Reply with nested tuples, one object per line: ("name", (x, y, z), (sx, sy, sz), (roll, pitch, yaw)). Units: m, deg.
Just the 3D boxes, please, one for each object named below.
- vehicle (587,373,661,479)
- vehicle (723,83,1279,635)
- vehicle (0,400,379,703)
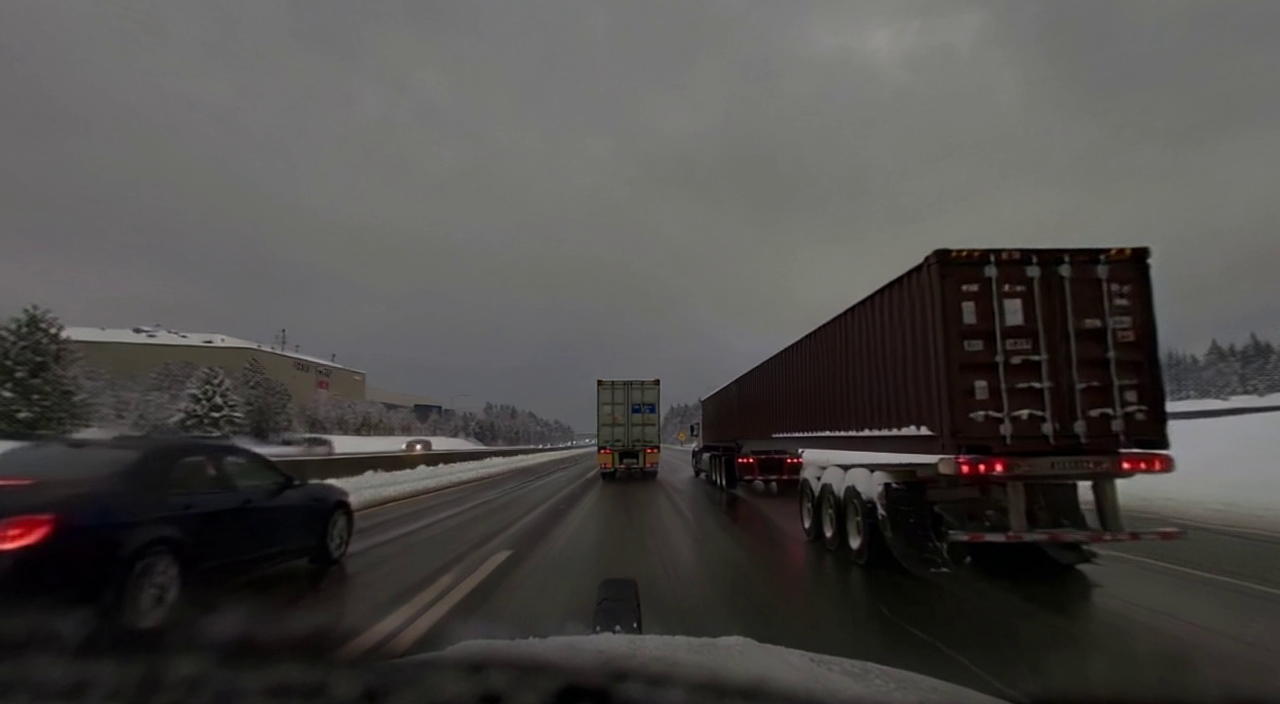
("vehicle", (-0.512, 3.719, 30.356), (2.841, 4.071, 12.046), (-1, -9, 1))
("vehicle", (3.780, 0.859, 10.938), (2.803, 4.072, 12.744), (0, -9, -1))
("vehicle", (-3.907, 1.251, 4.742), (1.994, 1.471, 4.591), (0, -9, -1))
